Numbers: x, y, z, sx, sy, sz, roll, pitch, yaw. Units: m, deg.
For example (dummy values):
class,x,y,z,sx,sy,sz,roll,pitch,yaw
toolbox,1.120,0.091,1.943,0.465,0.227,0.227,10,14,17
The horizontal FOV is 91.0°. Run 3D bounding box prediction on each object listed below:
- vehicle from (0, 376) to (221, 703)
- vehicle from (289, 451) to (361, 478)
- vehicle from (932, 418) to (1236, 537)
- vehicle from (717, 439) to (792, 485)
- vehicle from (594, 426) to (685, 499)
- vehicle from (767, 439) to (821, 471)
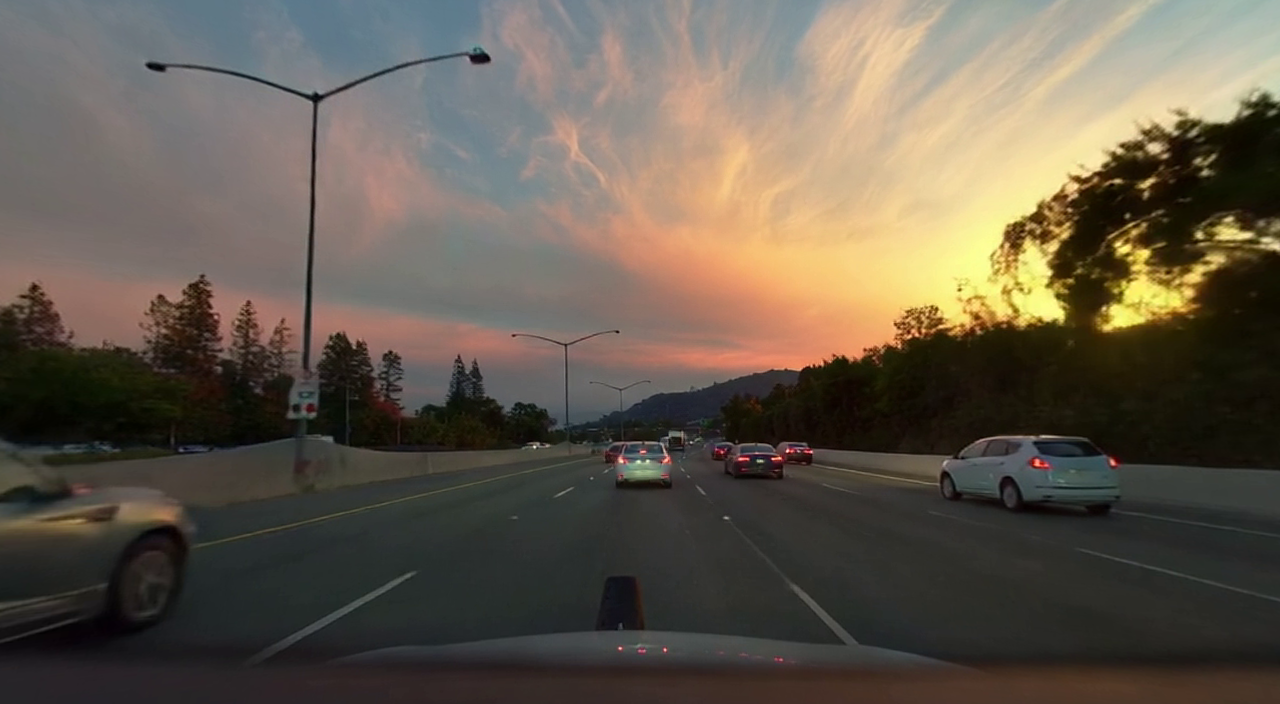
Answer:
class,x,y,z,sx,sy,sz,roll,pitch,yaw
vehicle,-4.180,0.802,2.196,2.128,1.627,4.697,0,-9,1
vehicle,-19.969,7.134,40.120,1.869,1.536,4.621,0,-9,5
vehicle,7.414,2.138,11.377,2.028,1.657,4.823,0,-9,1
vehicle,4.070,3.987,23.140,1.999,1.514,4.338,0,-9,1
vehicle,0.048,2.974,17.240,2.181,1.728,3.970,0,-9,2
vehicle,8.168,5.494,33.786,1.956,1.588,4.305,0,-9,2
